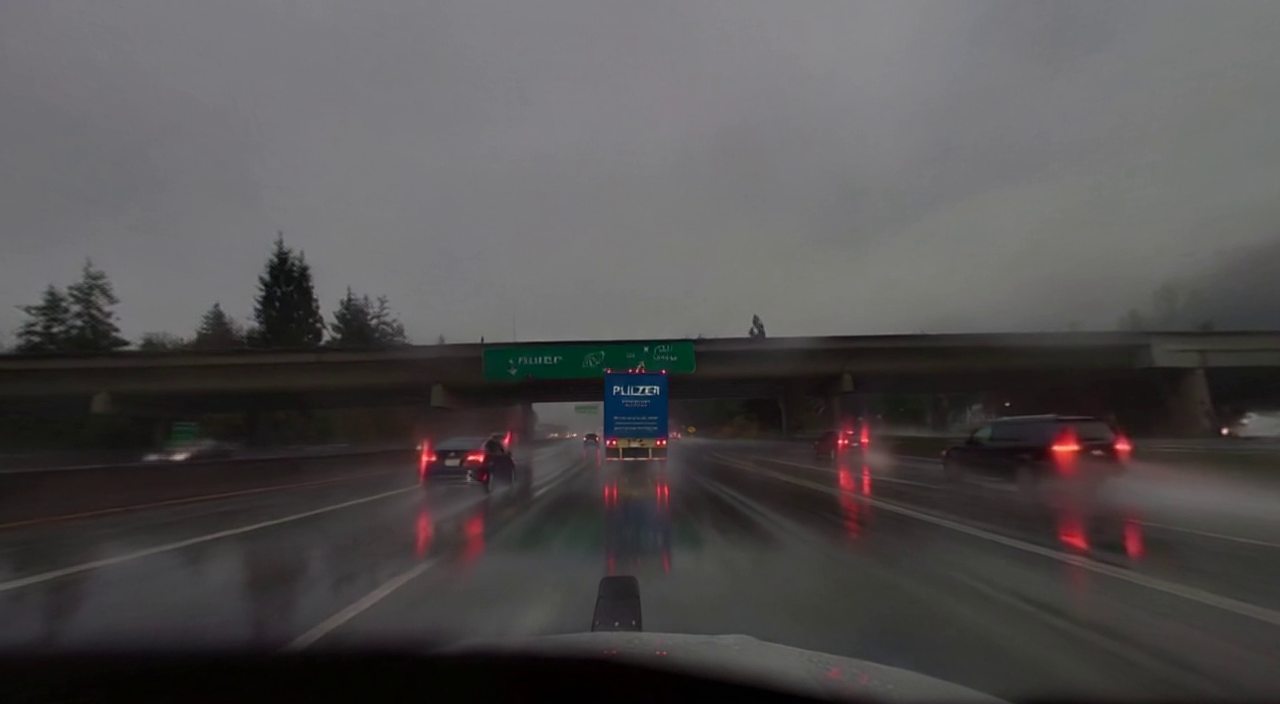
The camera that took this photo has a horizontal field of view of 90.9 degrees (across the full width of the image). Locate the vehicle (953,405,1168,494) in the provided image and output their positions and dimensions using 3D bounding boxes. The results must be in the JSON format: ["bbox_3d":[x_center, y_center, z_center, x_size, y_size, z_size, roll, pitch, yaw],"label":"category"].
[{"bbox_3d":[9.938,2.350,15.471,2.052,1.841,4.481,0,-8,-2],"label":"vehicle"}]

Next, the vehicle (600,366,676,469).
[{"bbox_3d":[-0.247,3.321,30.309,2.926,3.959,11.818,0,-8,-2],"label":"vehicle"}]

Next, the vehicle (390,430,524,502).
[{"bbox_3d":[-4.109,2.601,14.947,1.943,1.446,4.158,0,-8,0],"label":"vehicle"}]
